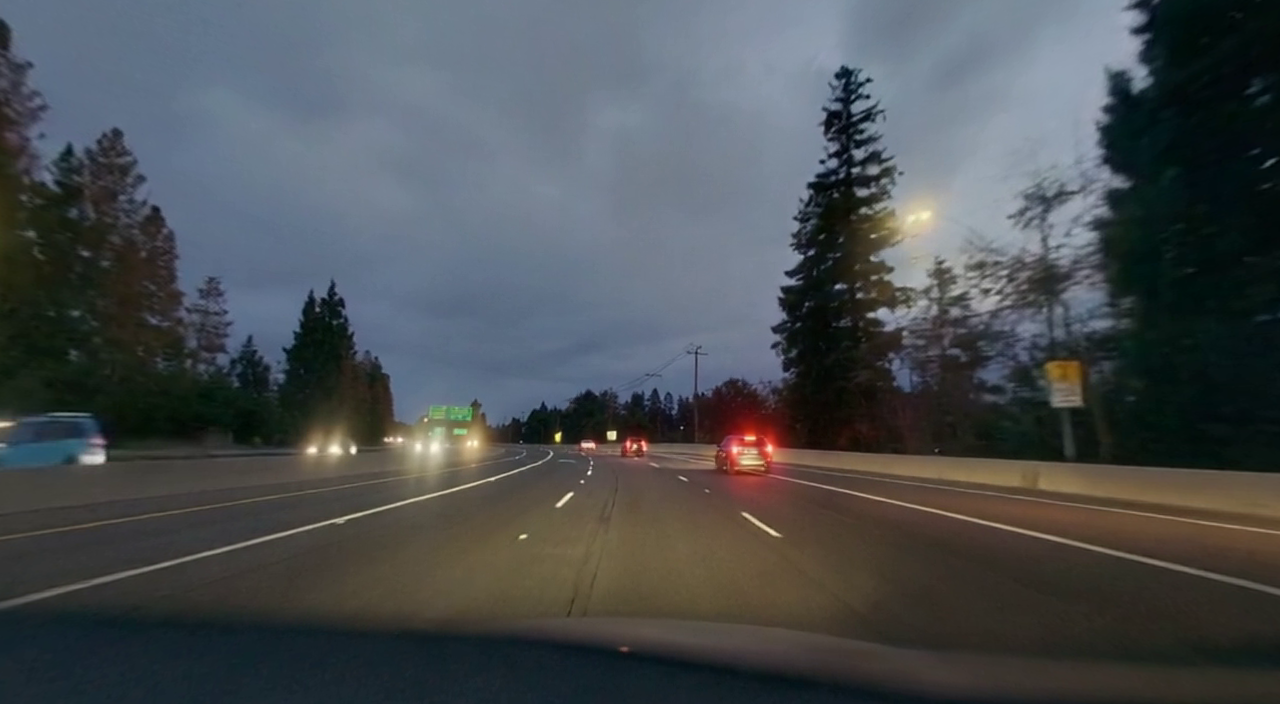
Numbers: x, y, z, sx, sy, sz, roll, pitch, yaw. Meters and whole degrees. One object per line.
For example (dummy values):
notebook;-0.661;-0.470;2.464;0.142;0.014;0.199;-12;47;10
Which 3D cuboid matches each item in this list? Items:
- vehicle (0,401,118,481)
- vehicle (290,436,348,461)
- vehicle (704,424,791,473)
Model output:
vehicle;-22.659;3.215;22.732;2.625;2.635;6.136;0;-8;-3
vehicle;-24.042;7.243;47.475;2.088;1.769;4.831;1;-8;-4
vehicle;4.849;4.486;29.631;2.504;2.033;5.979;1;-8;-6
